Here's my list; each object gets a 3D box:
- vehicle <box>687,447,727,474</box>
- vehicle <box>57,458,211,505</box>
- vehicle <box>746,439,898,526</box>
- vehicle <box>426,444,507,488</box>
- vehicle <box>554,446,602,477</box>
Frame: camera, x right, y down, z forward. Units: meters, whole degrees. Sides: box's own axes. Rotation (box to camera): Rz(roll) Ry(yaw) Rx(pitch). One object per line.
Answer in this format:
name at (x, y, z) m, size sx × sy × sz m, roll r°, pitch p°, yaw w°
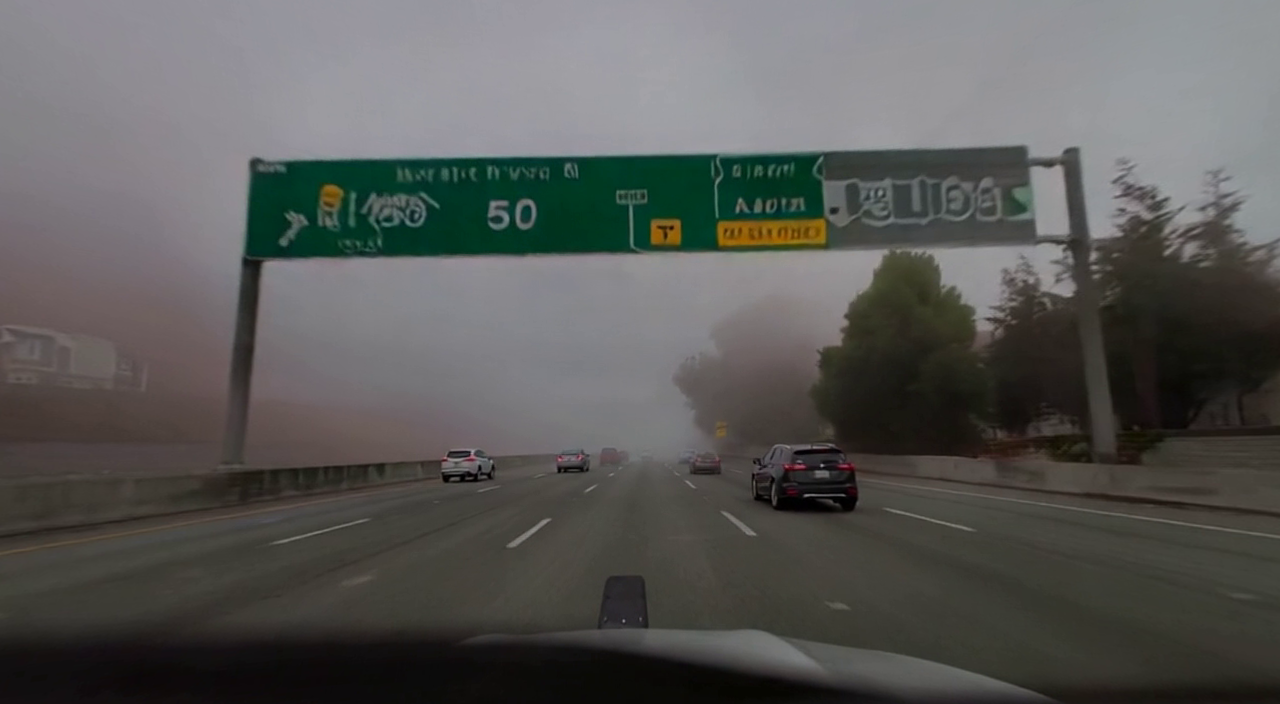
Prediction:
vehicle at (3.805, 6.192, 36.255) m, size 1.854 × 1.438 × 3.954 m, roll 0°, pitch -8°, yaw 0°
vehicle at (-19.024, 4.851, 24.067) m, size 1.959 × 1.483 × 4.641 m, roll 0°, pitch -8°, yaw 1°
vehicle at (3.583, 2.621, 13.337) m, size 1.912 × 1.509 × 4.291 m, roll 0°, pitch -8°, yaw 0°
vehicle at (-7.156, 4.712, 26.470) m, size 2.057 × 1.681 × 4.277 m, roll 0°, pitch -8°, yaw 2°
vehicle at (-3.302, 5.892, 34.312) m, size 2.136 × 1.571 × 4.285 m, roll 0°, pitch -8°, yaw 0°
